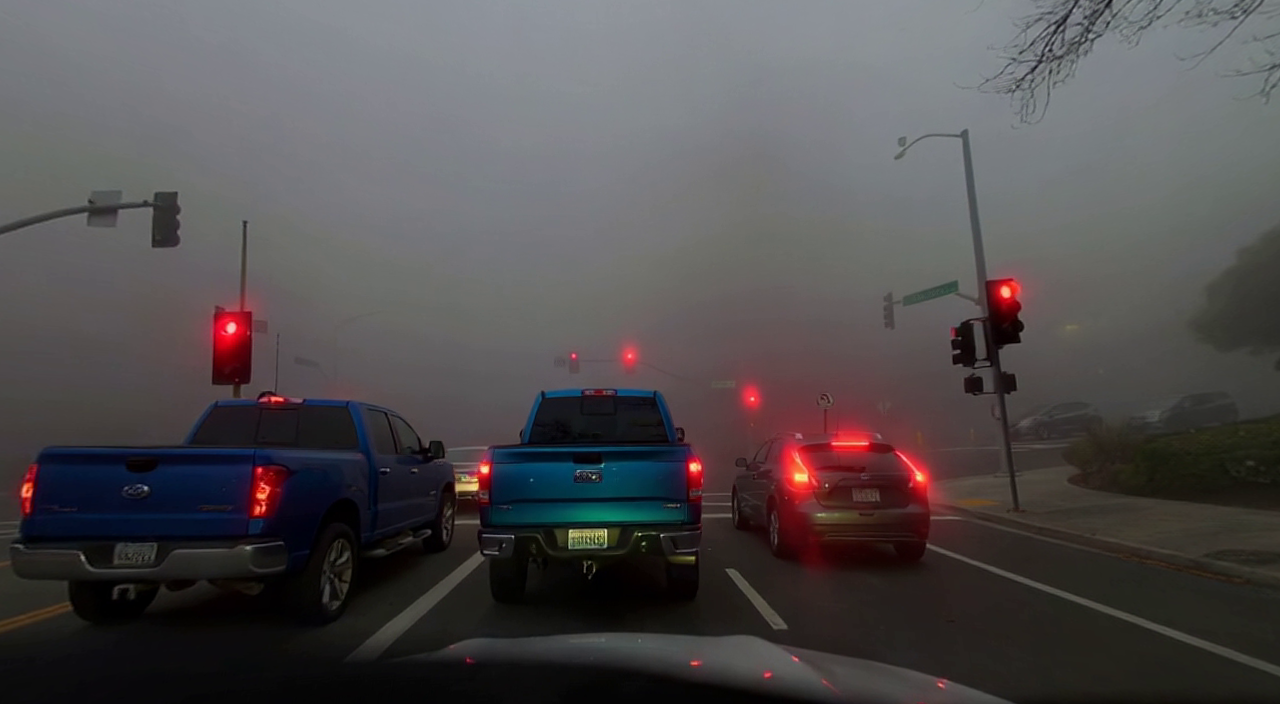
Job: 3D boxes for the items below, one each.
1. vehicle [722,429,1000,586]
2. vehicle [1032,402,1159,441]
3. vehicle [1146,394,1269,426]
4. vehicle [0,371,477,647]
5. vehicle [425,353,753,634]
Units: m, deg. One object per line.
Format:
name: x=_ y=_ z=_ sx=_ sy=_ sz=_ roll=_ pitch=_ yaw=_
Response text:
vehicle: x=2.413 y=1.819 z=8.291 sx=2.016 sy=1.481 sz=4.336 roll=0 pitch=-9 yaw=-1
vehicle: x=23.298 y=3.605 z=32.467 sx=4.721 sy=1.866 sz=2.188 roll=0 pitch=-9 yaw=2
vehicle: x=29.277 y=3.041 z=32.679 sx=4.540 sy=1.543 sz=1.803 roll=0 pitch=-9 yaw=1
vehicle: x=-3.459 y=1.422 z=6.860 sx=2.146 sy=1.828 sz=5.148 roll=0 pitch=-9 yaw=-2
vehicle: x=-0.390 y=1.312 z=6.730 sx=2.282 sy=1.964 sz=4.421 roll=0 pitch=-9 yaw=-1
